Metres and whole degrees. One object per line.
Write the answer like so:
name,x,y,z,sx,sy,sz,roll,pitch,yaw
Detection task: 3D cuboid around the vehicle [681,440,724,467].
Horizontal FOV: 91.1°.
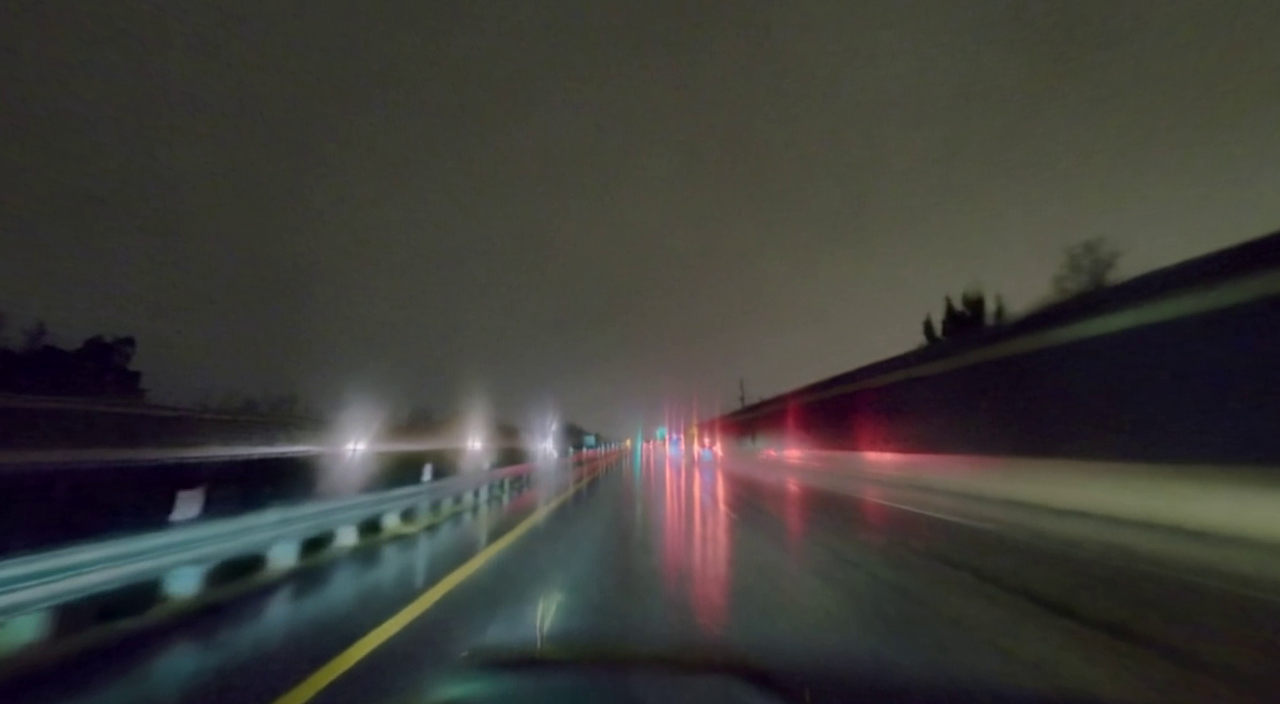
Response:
vehicle,3.698,6.080,37.773,2.044,1.527,4.658,0,-8,-1
